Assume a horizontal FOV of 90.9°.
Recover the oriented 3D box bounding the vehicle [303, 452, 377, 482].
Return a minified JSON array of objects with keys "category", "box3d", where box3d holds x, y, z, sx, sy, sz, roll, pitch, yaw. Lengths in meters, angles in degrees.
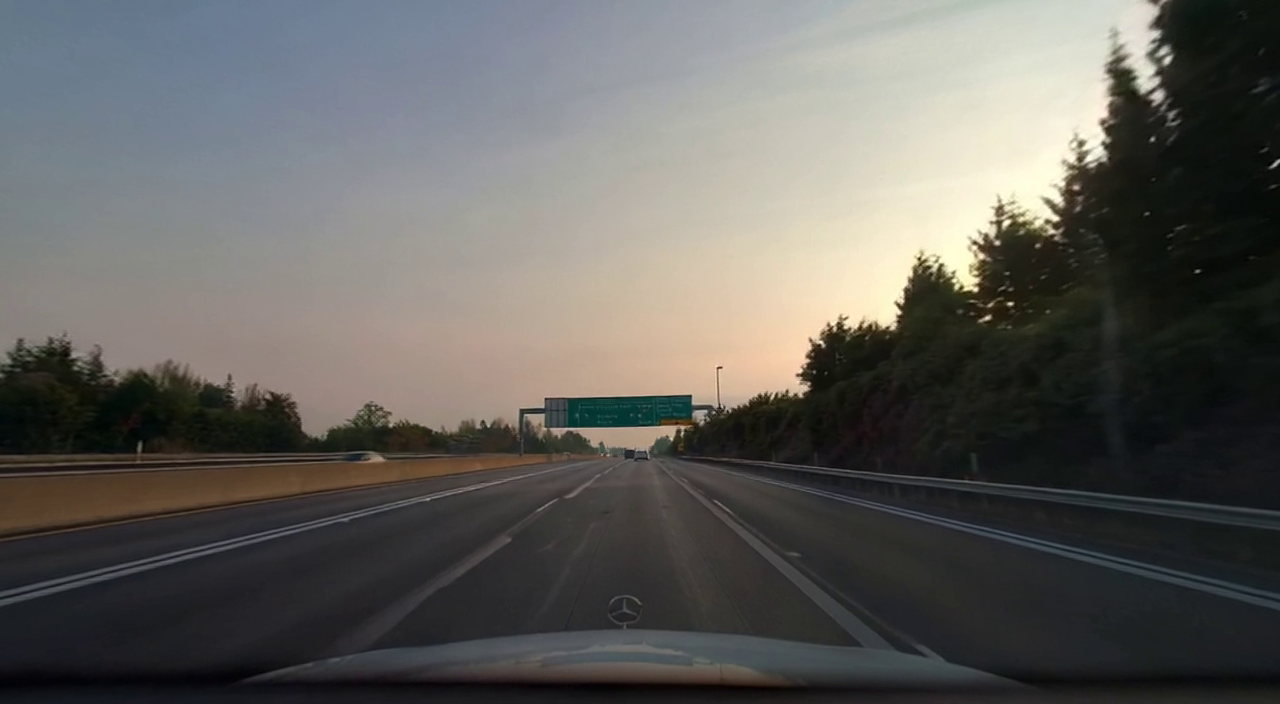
[{"category":"vehicle","box3d":[-16.759,6.428,35.471,1.889,1.542,4.553,0,-9,0]}]
